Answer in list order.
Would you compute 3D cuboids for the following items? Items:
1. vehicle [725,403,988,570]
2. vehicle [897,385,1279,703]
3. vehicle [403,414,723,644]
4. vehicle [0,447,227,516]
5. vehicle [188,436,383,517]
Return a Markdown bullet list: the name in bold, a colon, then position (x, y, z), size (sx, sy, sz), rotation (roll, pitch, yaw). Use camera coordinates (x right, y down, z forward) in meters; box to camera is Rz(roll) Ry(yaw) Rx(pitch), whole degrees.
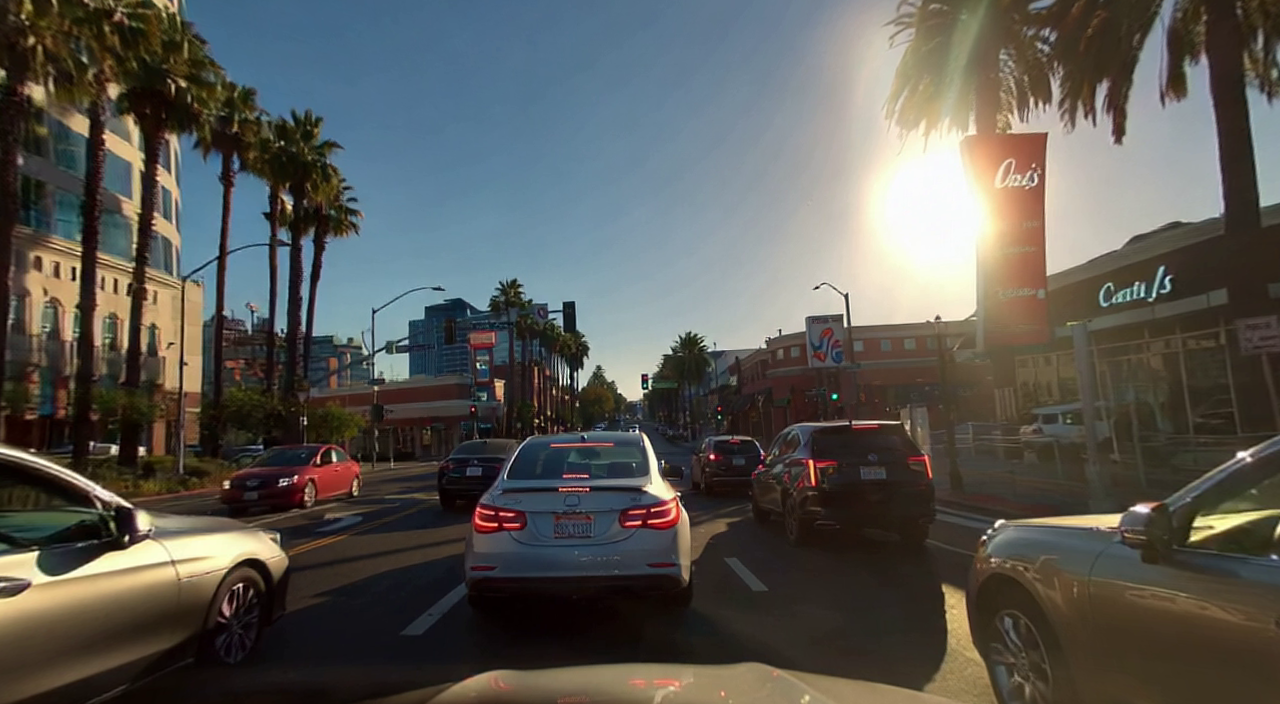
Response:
- **vehicle**: position (2.637, 1.781, 9.094), size (2.096, 1.775, 4.440), rotation (0, -9, -1)
- **vehicle**: position (2.619, 0.816, 1.514), size (2.085, 1.469, 4.458), rotation (0, -9, 0)
- **vehicle**: position (-0.529, 1.471, 6.260), size (2.096, 1.492, 4.071), rotation (0, -9, -1)
- **vehicle**: position (-12.872, 3.137, 15.934), size (1.870, 1.475, 4.531), rotation (0, -9, -1)
- **vehicle**: position (-7.574, 2.671, 14.096), size (1.945, 1.494, 4.252), rotation (0, -9, -1)
